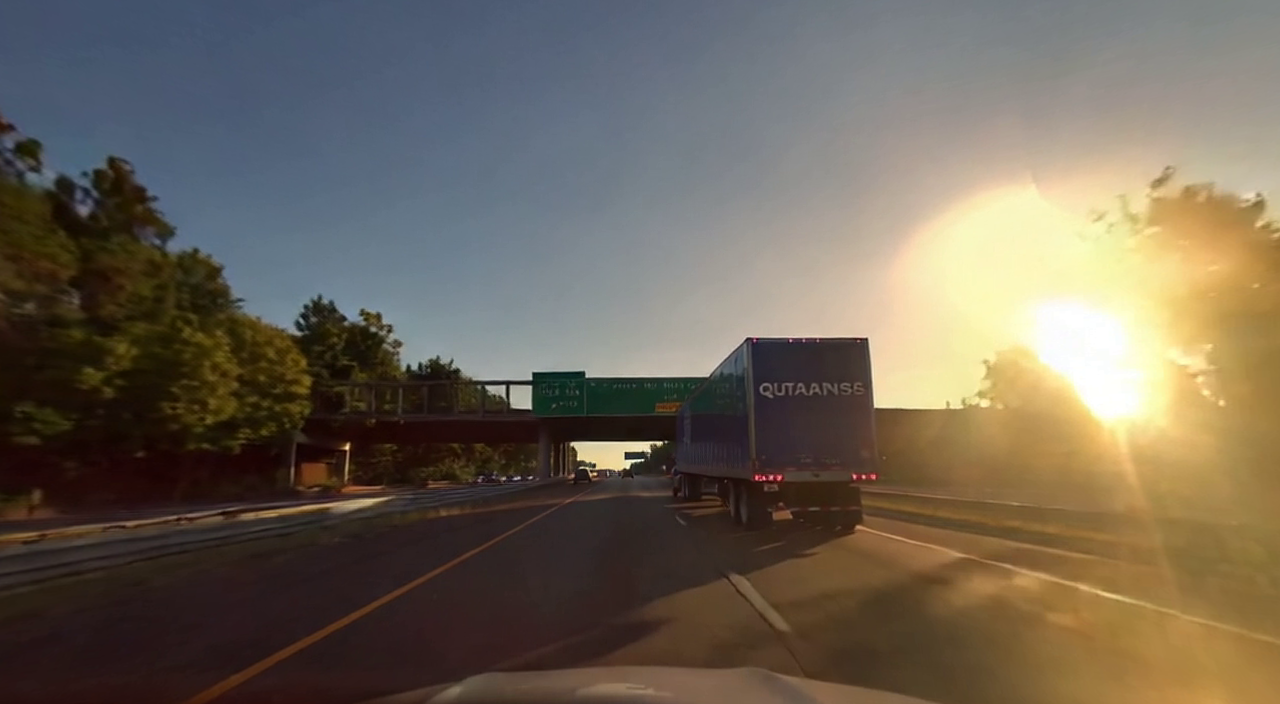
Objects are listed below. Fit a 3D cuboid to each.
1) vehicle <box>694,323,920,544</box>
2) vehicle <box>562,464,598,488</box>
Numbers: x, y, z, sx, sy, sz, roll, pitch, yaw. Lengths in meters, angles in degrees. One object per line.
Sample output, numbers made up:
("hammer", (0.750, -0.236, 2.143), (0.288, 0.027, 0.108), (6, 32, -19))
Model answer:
("vehicle", (3.489, 2.432, 16.929), (2.871, 4.032, 10.642), (1, -11, -2))
("vehicle", (-4.309, 8.992, 45.771), (2.180, 1.556, 4.895), (1, -11, -1))
